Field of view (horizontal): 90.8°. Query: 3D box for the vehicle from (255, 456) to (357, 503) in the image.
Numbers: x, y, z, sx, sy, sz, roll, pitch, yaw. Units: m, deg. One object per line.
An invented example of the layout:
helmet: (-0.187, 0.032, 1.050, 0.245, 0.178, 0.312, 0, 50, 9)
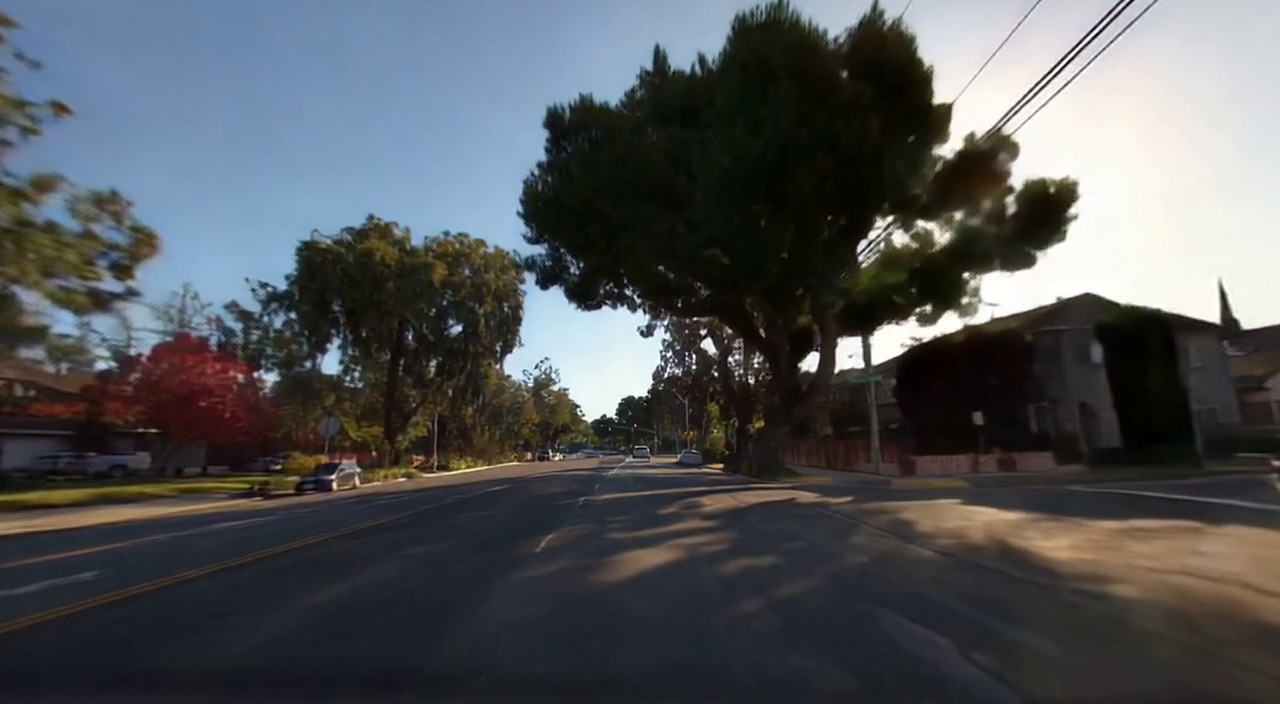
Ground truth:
vehicle: (-13.859, 5.277, 26.555, 1.941, 1.501, 4.432, -4, -7, 0)

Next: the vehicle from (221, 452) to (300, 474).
vehicle: (-28.468, 8.339, 47.545, 4.637, 1.472, 1.944, 0, -8, -3)
